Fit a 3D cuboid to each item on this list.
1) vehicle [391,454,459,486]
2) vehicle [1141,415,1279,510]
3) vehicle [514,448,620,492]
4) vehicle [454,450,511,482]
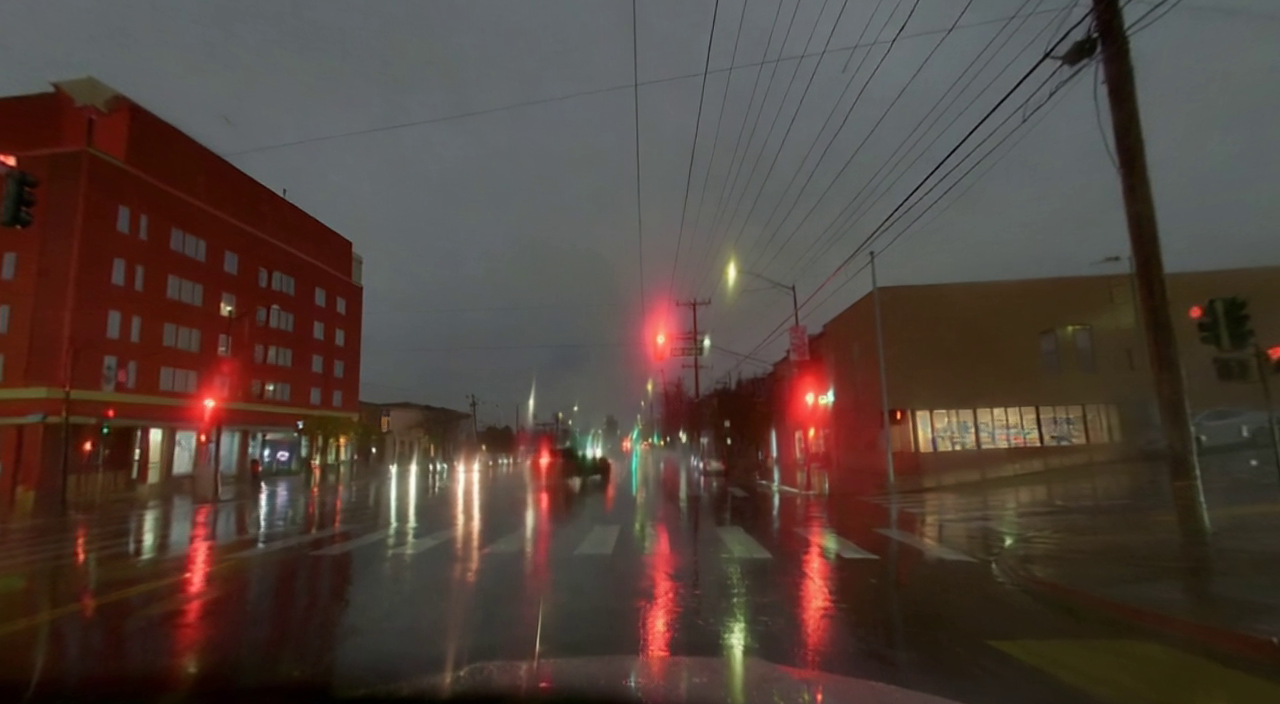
[{"bbox_3d":[-12.028,6.603,35.578,1.943,1.574,4.727,0,-9,3],"label":"vehicle"},{"bbox_3d":[12.663,2.200,12.768,3.234,1.746,1.941,-1,-9,1],"label":"vehicle"},{"bbox_3d":[-2.973,4.897,26.647,2.120,1.650,4.525,-5,-10,31],"label":"vehicle"},{"bbox_3d":[-8.720,6.331,35.270,2.020,1.672,3.842,0,-9,3],"label":"vehicle"}]
